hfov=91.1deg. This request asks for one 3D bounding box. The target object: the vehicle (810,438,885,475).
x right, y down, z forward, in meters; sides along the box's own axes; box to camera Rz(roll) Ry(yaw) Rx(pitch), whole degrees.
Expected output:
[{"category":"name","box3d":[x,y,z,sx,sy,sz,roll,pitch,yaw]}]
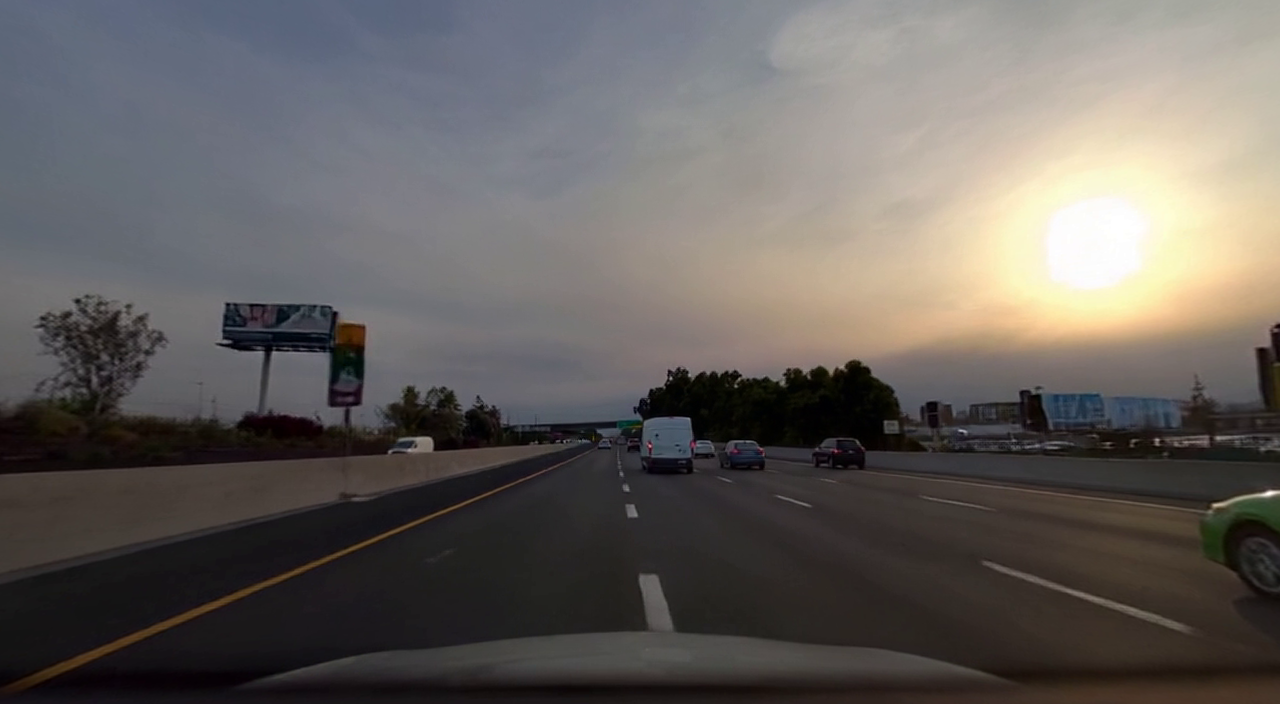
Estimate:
[{"category":"vehicle","box3d":[8.950,4.522,27.416,1.874,1.496,3.586,0,-8,-4]}]

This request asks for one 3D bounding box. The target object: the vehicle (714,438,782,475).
[{"category":"vehicle","box3d":[4.679,4.584,27.786,2.099,1.510,3.784,0,-8,-4]}]

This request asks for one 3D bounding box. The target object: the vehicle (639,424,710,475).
[{"category":"vehicle","box3d":[1.402,4.380,28.398,2.546,2.087,5.404,0,-8,-4]}]
